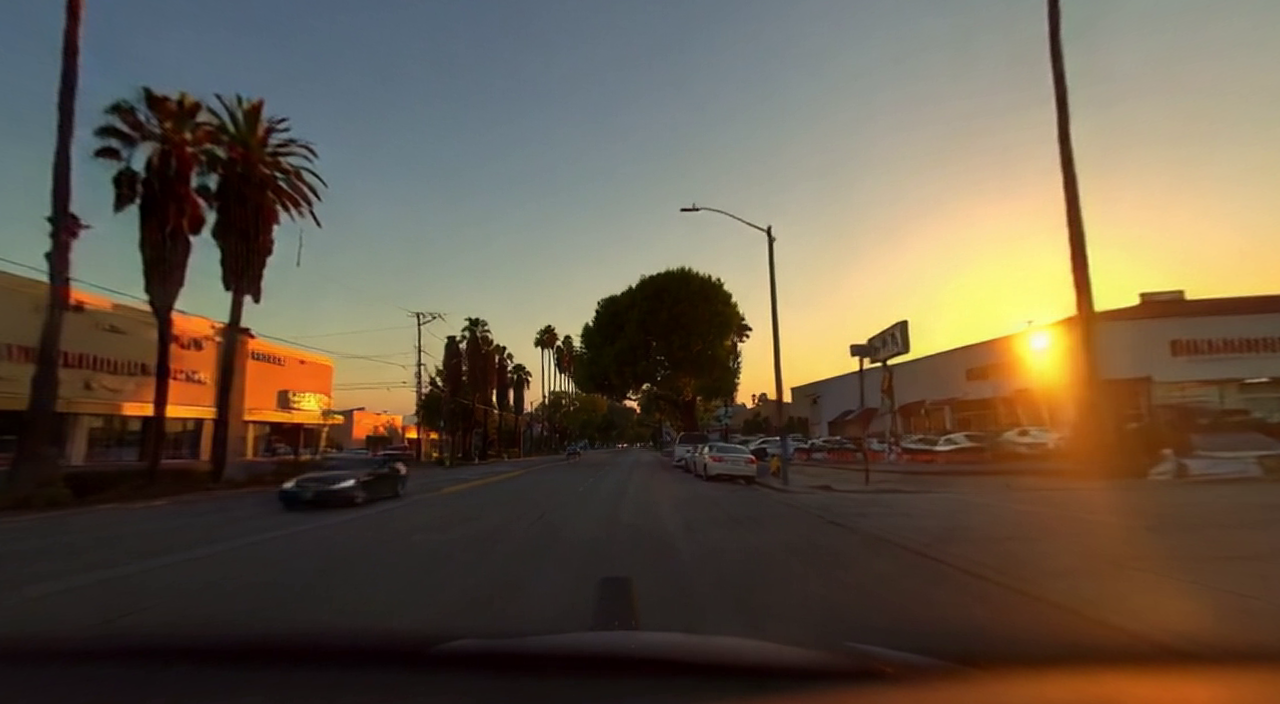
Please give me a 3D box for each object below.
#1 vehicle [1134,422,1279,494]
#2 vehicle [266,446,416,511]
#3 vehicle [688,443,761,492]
[{"bbox_3d":[14.826,2.452,14.736,4.793,1.537,2.105,0,-9,-1],"label":"vehicle"},{"bbox_3d":[-7.680,3.253,16.769,1.923,1.485,4.186,0,-9,0],"label":"vehicle"},{"bbox_3d":[2.963,4.190,23.239,2.046,1.588,4.508,0,-9,0],"label":"vehicle"}]
